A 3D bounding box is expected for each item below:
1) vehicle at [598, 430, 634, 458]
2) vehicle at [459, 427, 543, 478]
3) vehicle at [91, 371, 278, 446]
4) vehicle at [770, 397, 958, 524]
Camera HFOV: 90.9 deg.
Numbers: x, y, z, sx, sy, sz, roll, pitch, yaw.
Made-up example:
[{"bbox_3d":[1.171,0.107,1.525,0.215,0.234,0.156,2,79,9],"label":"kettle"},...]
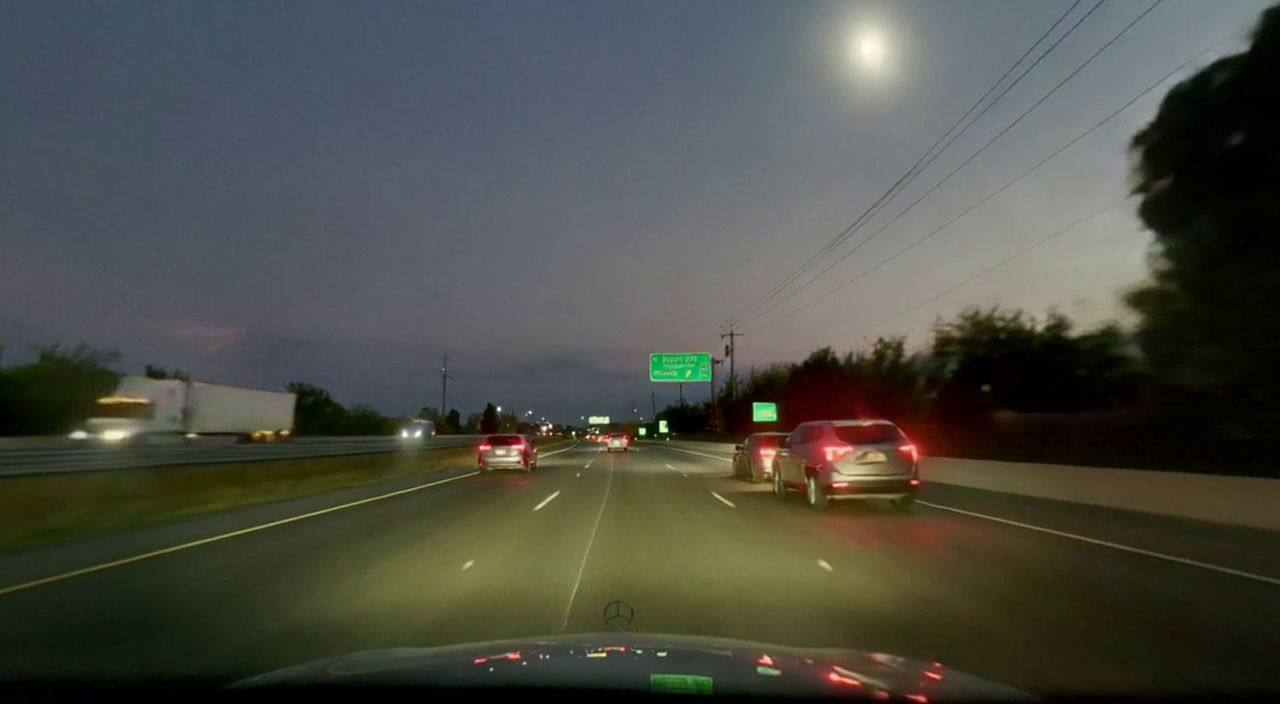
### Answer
[{"bbox_3d":[-1.527,5.814,40.136,2.159,1.690,3.720,0,-7,-2],"label":"vehicle"},{"bbox_3d":[-4.766,3.490,22.264,2.100,1.590,4.077,0,-7,-1],"label":"vehicle"},{"bbox_3d":[-27.690,3.812,39.637,2.835,3.950,12.765,0,-7,-3],"label":"vehicle"},{"bbox_3d":[3.744,1.848,11.231,1.976,1.905,3.263,0,-7,-3],"label":"vehicle"}]
